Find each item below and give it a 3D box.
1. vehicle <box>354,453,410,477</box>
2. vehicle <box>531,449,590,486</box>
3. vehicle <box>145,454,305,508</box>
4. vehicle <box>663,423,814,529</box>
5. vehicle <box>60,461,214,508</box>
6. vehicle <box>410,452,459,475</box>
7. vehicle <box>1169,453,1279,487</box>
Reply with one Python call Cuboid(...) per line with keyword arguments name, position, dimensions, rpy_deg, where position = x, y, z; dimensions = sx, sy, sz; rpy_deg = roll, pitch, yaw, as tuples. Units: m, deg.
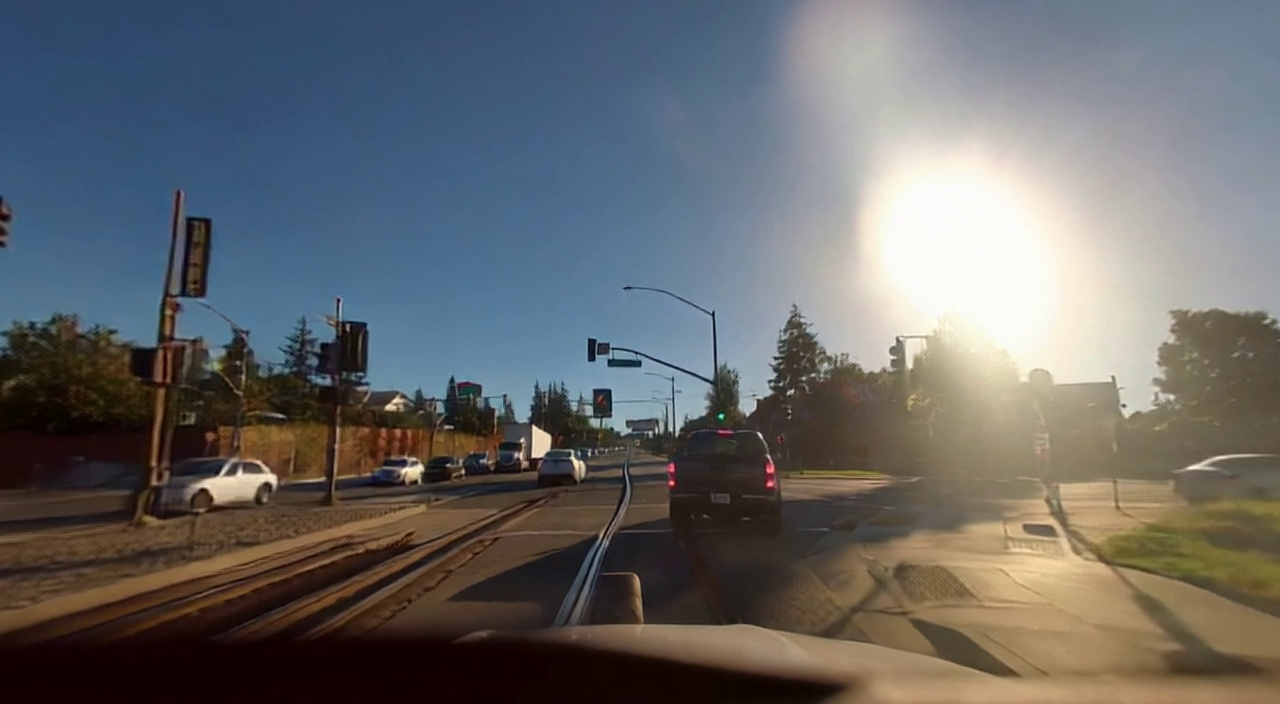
Cuboid(name="vehicle", position=(-17.481, 7.657, 43.009), dimensions=(1.908, 1.482, 4.621), rpy_deg=(0, -9, -1))
Cuboid(name="vehicle", position=(-3.421, 5.088, 28.114), dimensions=(2.004, 1.482, 4.799), rpy_deg=(0, -9, 0))
Cuboid(name="vehicle", position=(-12.990, 4.031, 20.243), dimensions=(2.027, 1.482, 4.711), rpy_deg=(0, -9, -1))
Cuboid(name="vehicle", position=(2.497, 2.741, 14.544), dimensions=(2.404, 1.926, 5.251), rpy_deg=(-4, -10, 20))
Cuboid(name="vehicle", position=(-16.938, 4.440, 21.602), dimensions=(1.880, 1.377, 4.201), rpy_deg=(0, -9, -2))
Cuboid(name="vehicle", position=(-13.747, 7.470, 42.511), dimensions=(1.864, 1.456, 4.409), rpy_deg=(0, -9, -1))
Cuboid(name="vehicle", position=(27.778, 5.461, 29.403), dimensions=(4.412, 1.494, 2.136), rpy_deg=(0, -9, -2))
